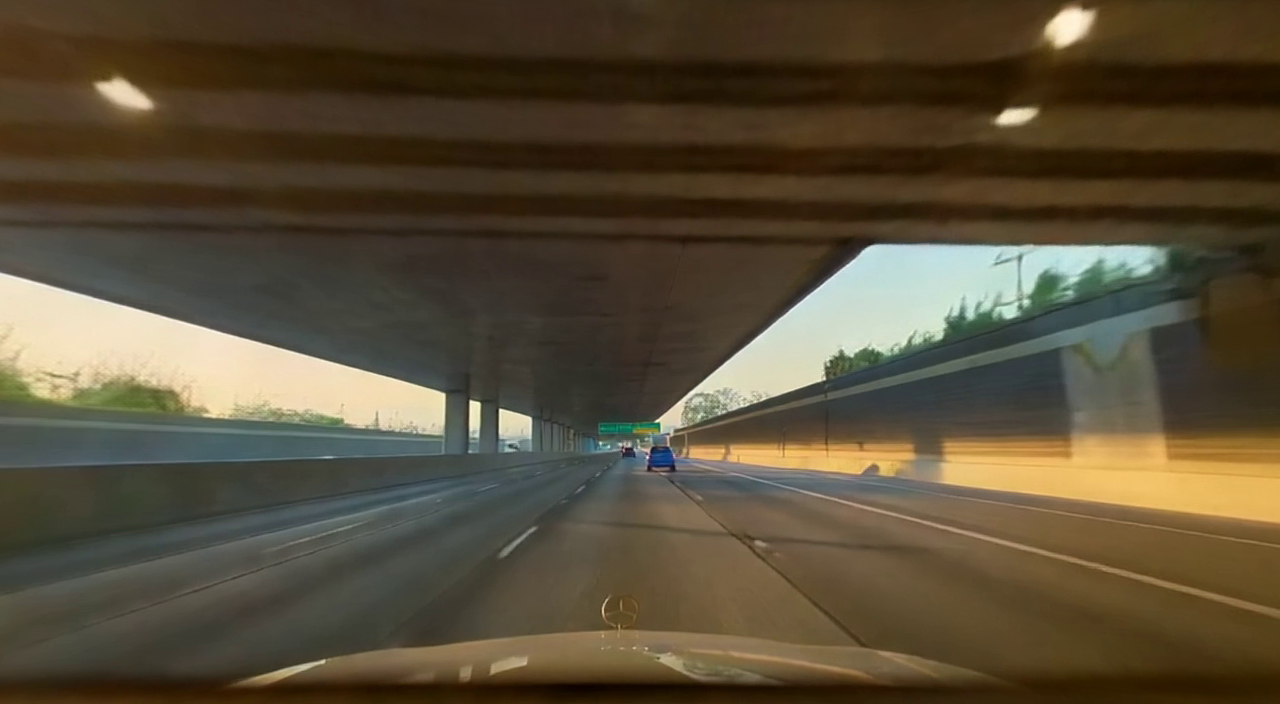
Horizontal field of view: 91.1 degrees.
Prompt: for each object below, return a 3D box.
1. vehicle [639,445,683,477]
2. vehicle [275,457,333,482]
[{"bbox_3d":[1.012,5.481,31.813,2.055,1.501,4.321,0,-9,1],"label":"vehicle"},{"bbox_3d":[-21.571,7.525,40.514,1.713,1.462,3.527,0,-9,0],"label":"vehicle"}]
